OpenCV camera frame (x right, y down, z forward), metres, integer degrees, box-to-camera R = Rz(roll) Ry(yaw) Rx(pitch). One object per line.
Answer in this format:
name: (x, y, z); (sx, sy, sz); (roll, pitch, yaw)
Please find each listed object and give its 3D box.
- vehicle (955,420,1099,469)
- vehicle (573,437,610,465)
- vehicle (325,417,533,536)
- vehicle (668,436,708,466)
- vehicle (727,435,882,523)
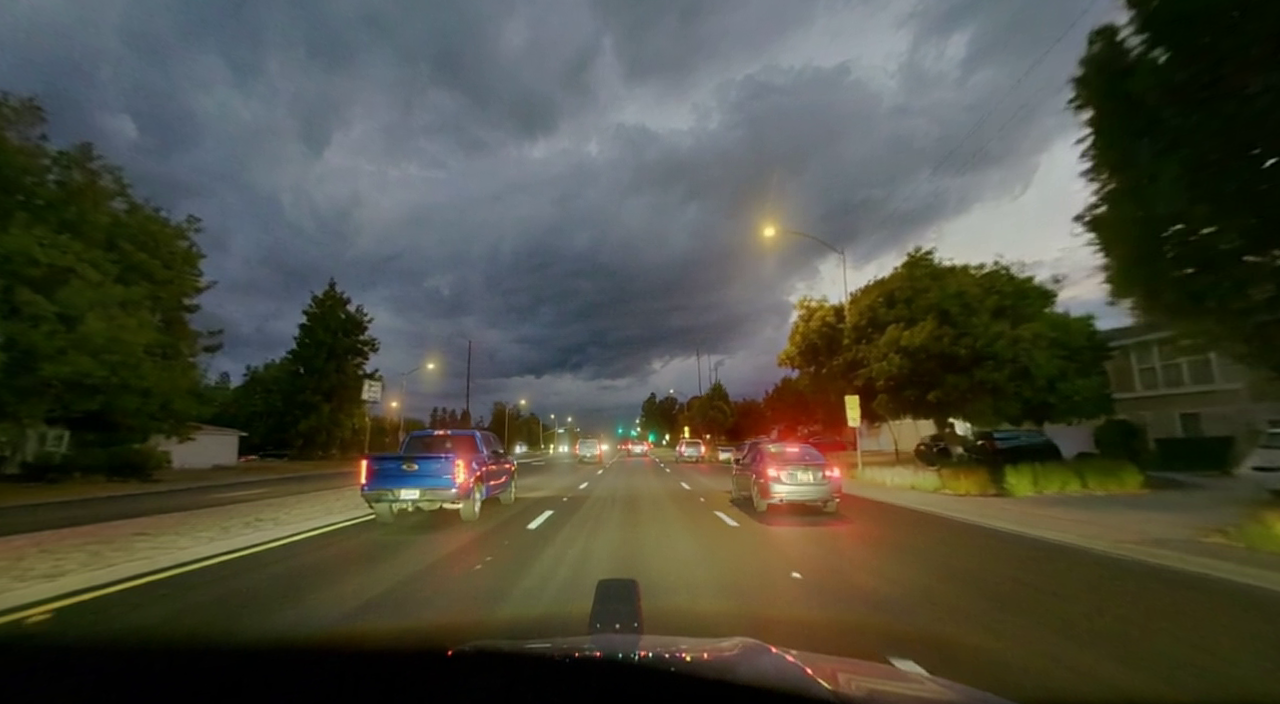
vehicle: (15.071, 3.636, 24.785); (4.320, 1.792, 1.989); (0, -8, -1)
vehicle: (-3.354, 6.879, 44.197); (2.218, 1.829, 4.492); (0, -8, 0)
vehicle: (-3.596, 2.232, 12.101); (2.111, 1.745, 5.274); (0, -8, 1)
vehicle: (3.098, 6.490, 41.630); (2.099, 1.845, 4.363); (0, -8, -2)
vehicle: (3.080, 2.452, 12.823); (1.884, 1.463, 4.195); (0, -8, -2)
